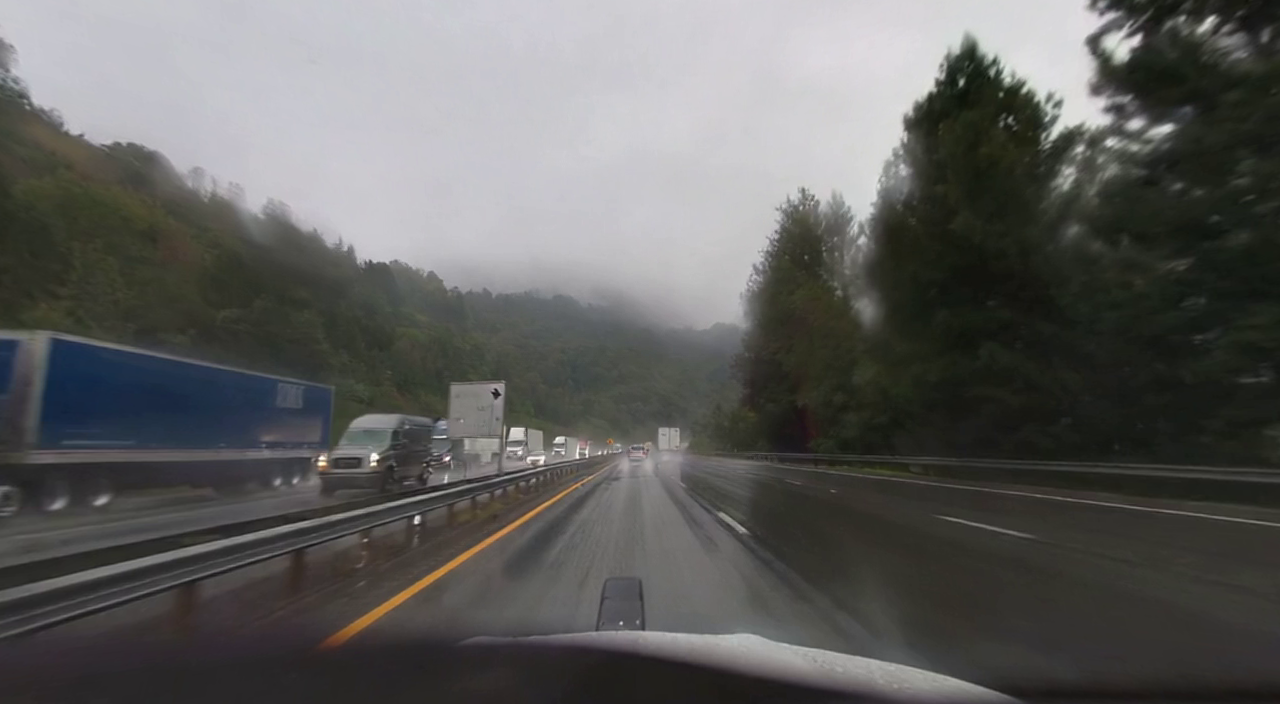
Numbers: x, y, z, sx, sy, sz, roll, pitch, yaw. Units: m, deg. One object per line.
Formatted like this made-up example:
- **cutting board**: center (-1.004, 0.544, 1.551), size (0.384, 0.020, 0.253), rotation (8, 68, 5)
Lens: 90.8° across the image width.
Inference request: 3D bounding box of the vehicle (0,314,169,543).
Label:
- **vehicle**: center (-12.908, 1.445, 11.691), size (3.161, 4.011, 6.480), rotation (0, -9, -1)

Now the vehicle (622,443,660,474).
- **vehicle**: center (0.036, 6.252, 37.134), size (2.137, 1.689, 4.051), rotation (0, -9, -1)

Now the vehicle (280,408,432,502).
- **vehicle**: center (-8.760, 3.266, 20.250), size (2.206, 2.572, 5.674), rotation (0, -9, -1)
